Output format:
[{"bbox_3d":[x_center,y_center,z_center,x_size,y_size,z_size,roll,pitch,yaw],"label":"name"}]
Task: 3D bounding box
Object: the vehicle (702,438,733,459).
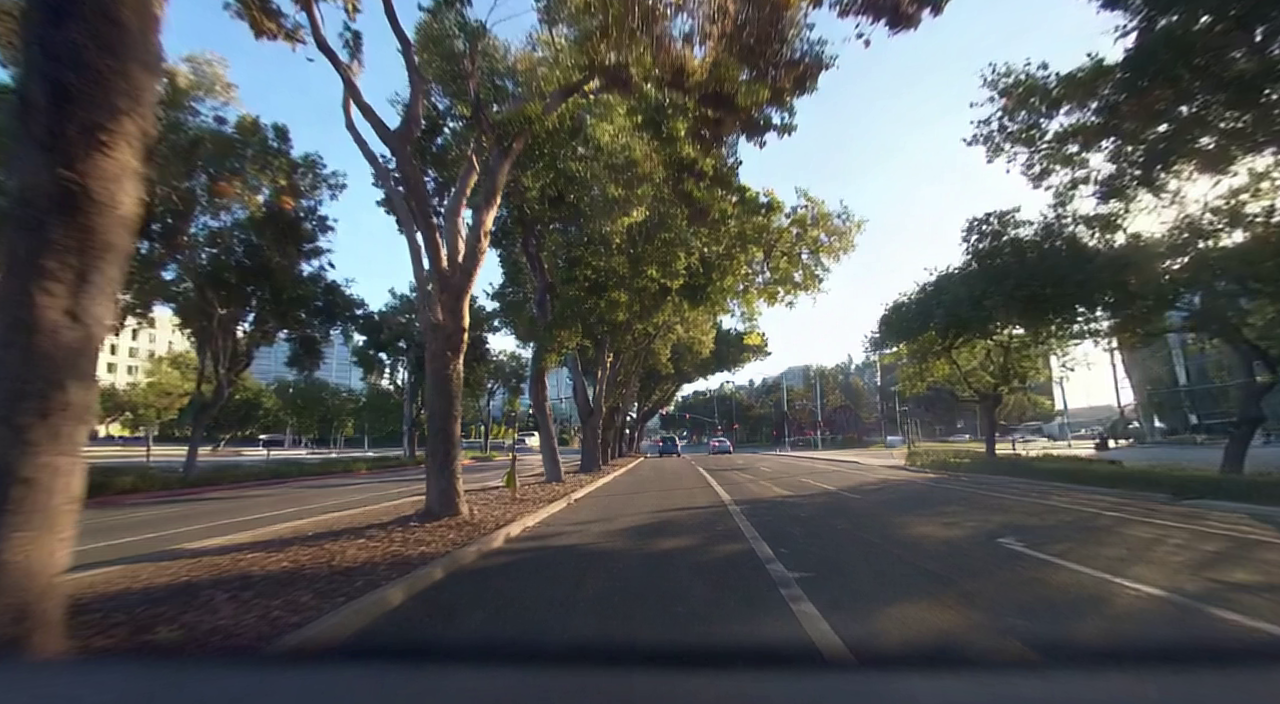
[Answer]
[{"bbox_3d":[5.724,7.208,47.202,1.998,1.460,3.898,-1,-8,3],"label":"vehicle"}]
